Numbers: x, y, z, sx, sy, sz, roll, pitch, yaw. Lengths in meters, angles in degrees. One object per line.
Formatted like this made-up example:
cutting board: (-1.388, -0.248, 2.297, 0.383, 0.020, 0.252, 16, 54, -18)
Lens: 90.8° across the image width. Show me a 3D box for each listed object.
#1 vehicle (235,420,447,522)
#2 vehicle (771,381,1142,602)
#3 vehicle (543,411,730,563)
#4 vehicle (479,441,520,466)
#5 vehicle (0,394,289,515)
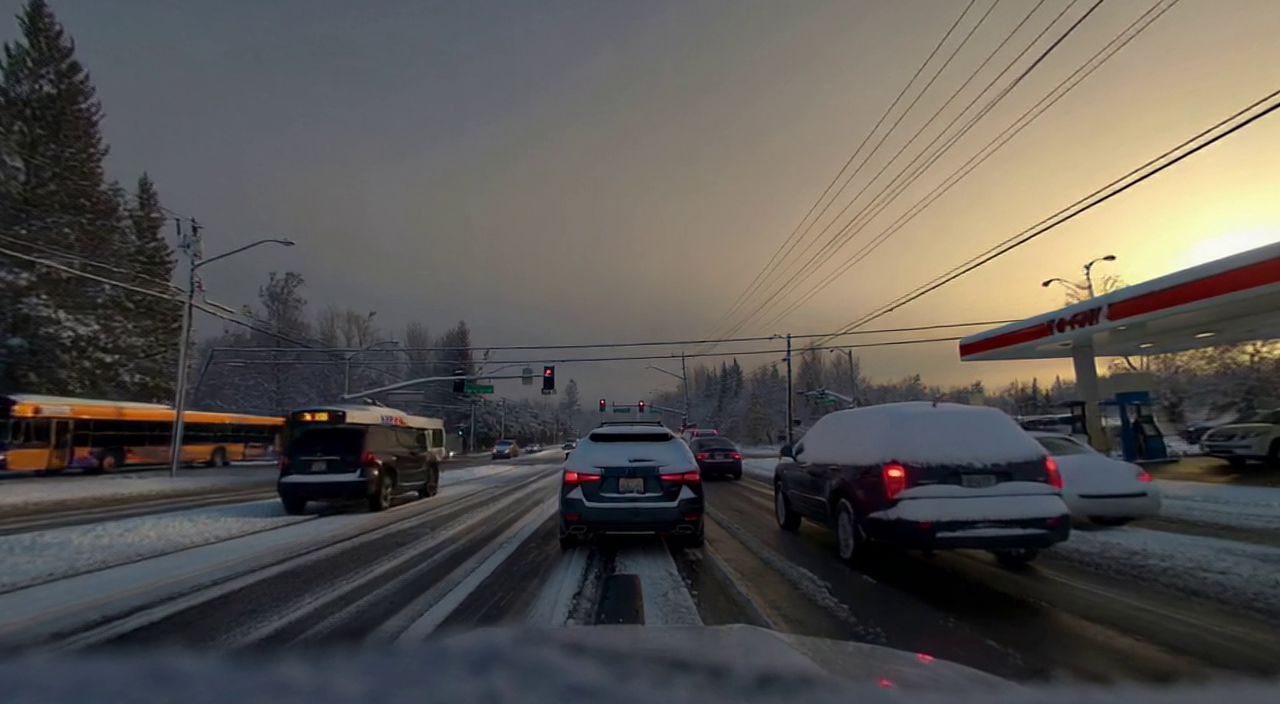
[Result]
vehicle: (-6.075, 2.487, 13.744, 2.190, 1.795, 4.993, 0, -9, -1)
vehicle: (3.068, 1.461, 7.410, 2.049, 1.813, 4.245, 0, -9, -1)
vehicle: (-0.088, 1.811, 9.146, 2.087, 1.677, 4.053, 0, -9, -1)
vehicle: (-10.563, 7.653, 47.768, 2.075, 1.719, 4.396, 0, -9, 0)
vehicle: (-18.851, 3.885, 24.652, 3.010, 3.475, 12.655, 0, -8, 0)
